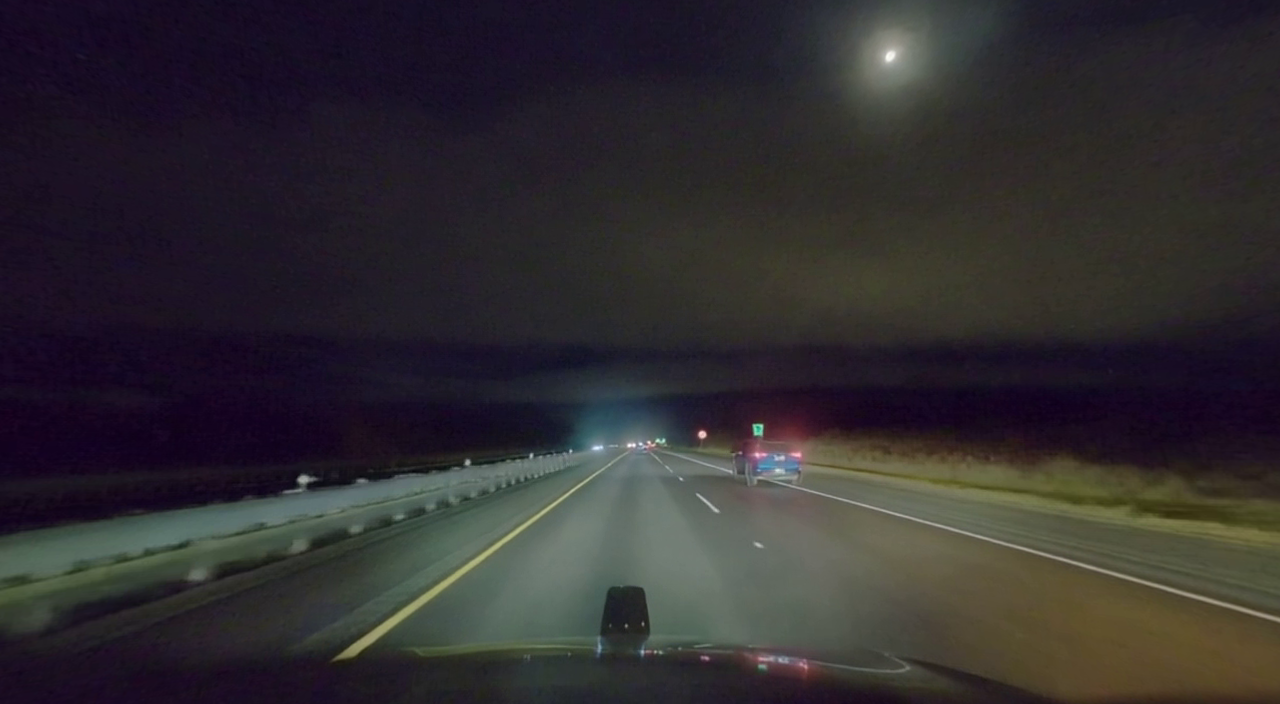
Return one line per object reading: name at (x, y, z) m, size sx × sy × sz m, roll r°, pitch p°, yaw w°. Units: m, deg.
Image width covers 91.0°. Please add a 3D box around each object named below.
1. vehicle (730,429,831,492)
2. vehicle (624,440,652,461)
vehicle at (3.921, 3.104, 18.300) m, size 2.037 × 1.609 × 4.036 m, roll 0°, pitch -8°, yaw 1°
vehicle at (-0.112, 7.404, 47.391) m, size 2.009 × 1.554 × 4.013 m, roll 0°, pitch -8°, yaw 1°
